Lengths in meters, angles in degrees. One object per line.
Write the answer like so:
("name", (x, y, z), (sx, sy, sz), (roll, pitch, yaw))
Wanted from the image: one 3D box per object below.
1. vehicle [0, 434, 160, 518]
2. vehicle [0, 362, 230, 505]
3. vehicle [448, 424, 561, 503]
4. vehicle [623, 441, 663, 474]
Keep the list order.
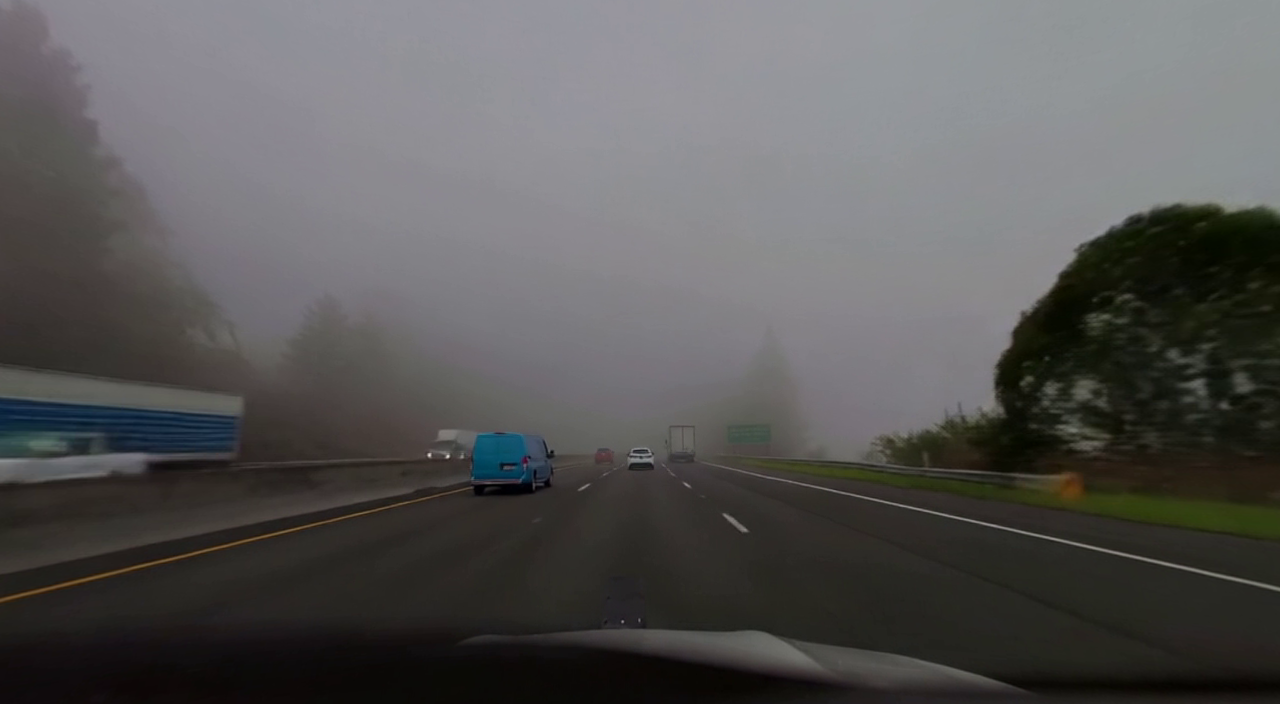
("vehicle", (-15.061, 3.076, 16.100), (1.871, 1.823, 4.704), (0, -9, -1))
("vehicle", (-19.828, 2.749, 20.674), (2.991, 4.059, 14.361), (0, -9, 0))
("vehicle", (-3.794, 3.254, 18.705), (2.167, 1.991, 5.062), (0, -9, 1))
("vehicle", (0.171, 6.255, 37.405), (2.209, 1.825, 4.036), (0, -9, 0))
